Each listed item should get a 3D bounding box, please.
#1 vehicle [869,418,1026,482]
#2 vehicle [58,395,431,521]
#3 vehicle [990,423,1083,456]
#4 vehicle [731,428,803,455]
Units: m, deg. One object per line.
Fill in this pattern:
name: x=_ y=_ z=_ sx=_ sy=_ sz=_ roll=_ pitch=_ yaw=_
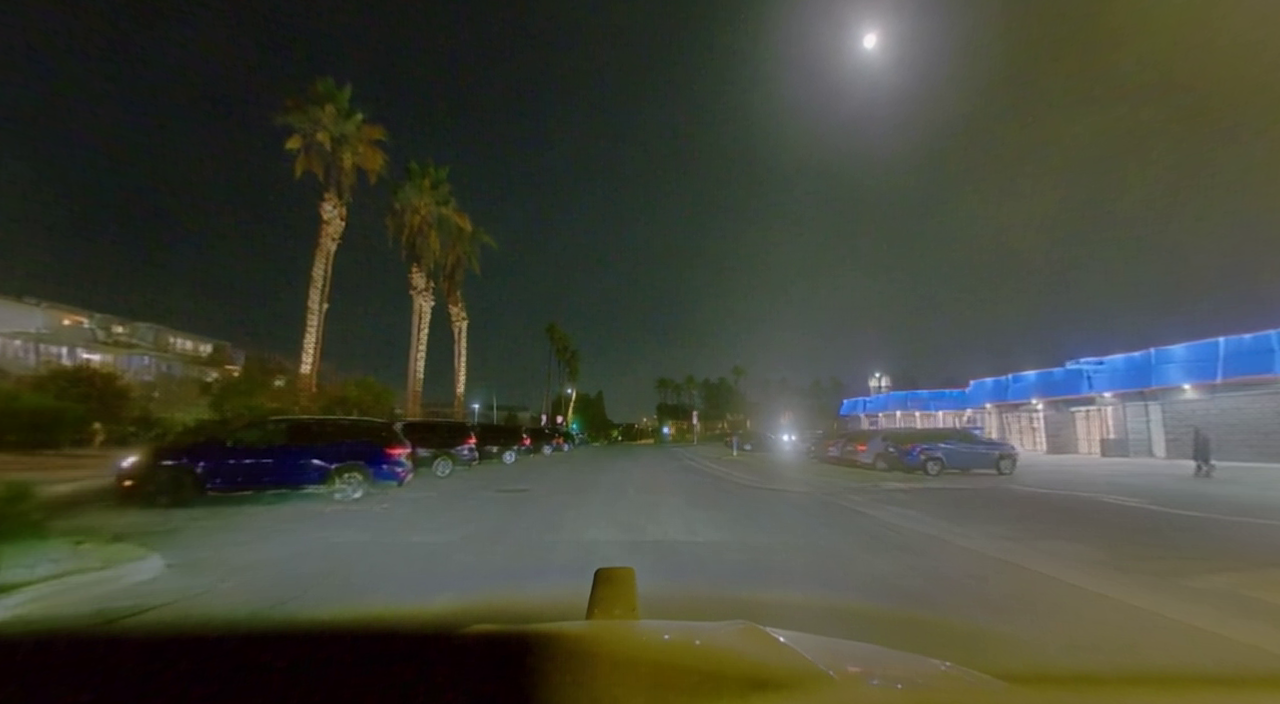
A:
vehicle: x=9.597 y=3.037 z=19.670 sx=4.509 sy=1.759 sz=2.077 roll=5 pitch=-10 yaw=-29
vehicle: x=-6.810 y=1.899 z=11.624 sx=5.210 sy=1.834 sz=2.281 roll=5 pitch=-10 yaw=-29
vehicle: x=21.530 y=4.800 z=34.507 sx=4.120 sy=1.659 sz=1.894 roll=-5 pitch=-10 yaw=29
vehicle: x=9.011 y=6.417 z=44.828 sx=4.758 sy=1.759 sz=2.068 roll=5 pitch=-11 yaw=-27
